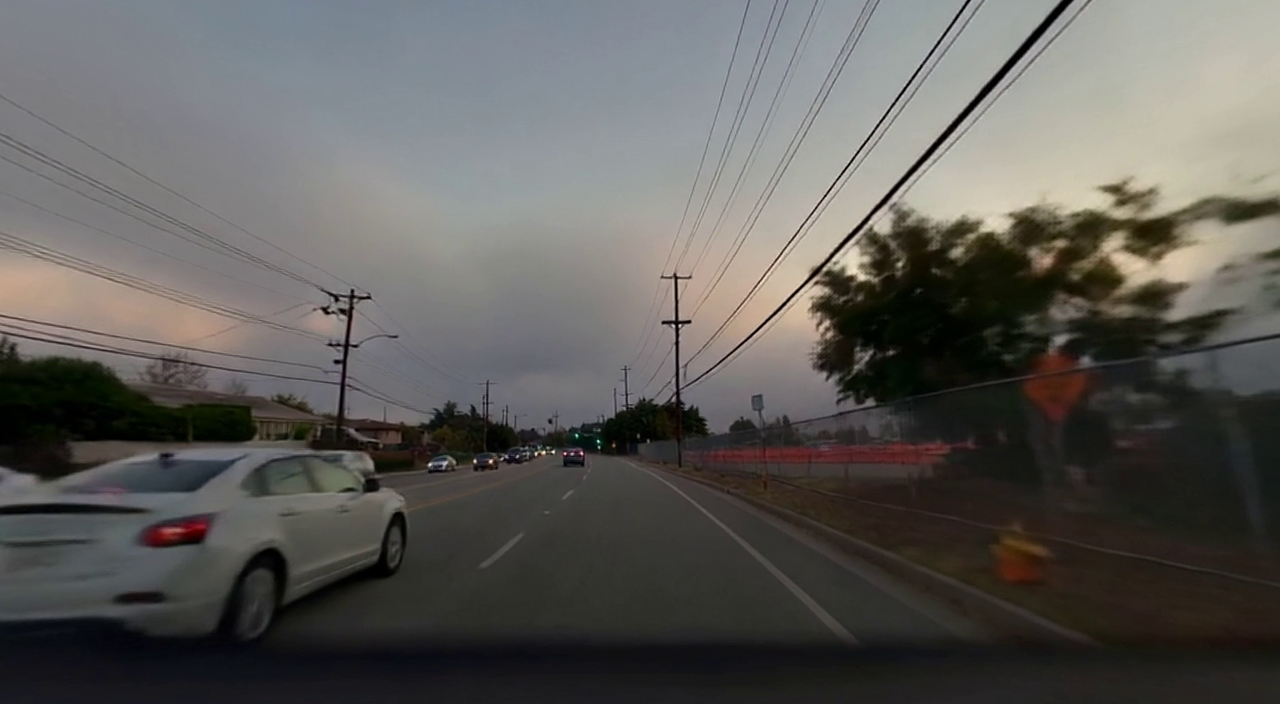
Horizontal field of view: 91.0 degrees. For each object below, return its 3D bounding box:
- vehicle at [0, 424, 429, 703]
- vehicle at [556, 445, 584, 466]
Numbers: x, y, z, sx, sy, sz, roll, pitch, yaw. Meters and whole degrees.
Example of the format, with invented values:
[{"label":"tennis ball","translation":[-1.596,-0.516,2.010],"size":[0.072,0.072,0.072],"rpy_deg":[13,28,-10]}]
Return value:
[{"label":"vehicle","translation":[-3.616,1.436,5.352],"size":[2.020,1.489,4.469],"rpy_deg":[0,-9,1]},{"label":"vehicle","translation":[-5.405,8.055,49.102],"size":[1.992,1.515,4.289],"rpy_deg":[1,-9,-5]}]
